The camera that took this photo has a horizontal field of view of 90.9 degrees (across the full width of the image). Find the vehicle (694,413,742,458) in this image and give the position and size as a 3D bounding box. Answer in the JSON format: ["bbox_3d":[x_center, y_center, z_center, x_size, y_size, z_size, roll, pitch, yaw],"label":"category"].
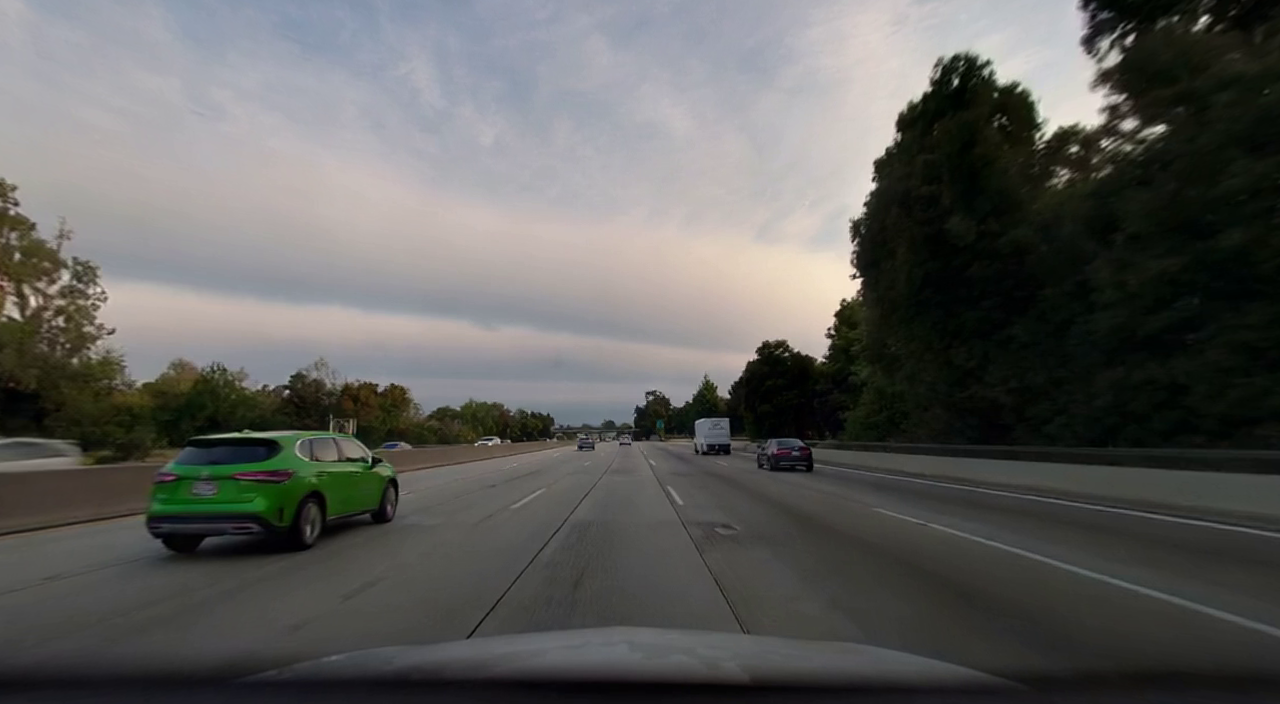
[{"bbox_3d":[5.392,5.892,44.446,2.588,2.910,5.511,0,-8,-1],"label":"vehicle"}]

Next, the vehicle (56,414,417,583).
[{"bbox_3d":[-4.475,1.632,7.890,1.966,1.570,3.859,0,-8,-1],"label":"vehicle"}]

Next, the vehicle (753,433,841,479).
[{"bbox_3d":[5.234,3.503,21.595,1.920,1.436,3.890,0,-8,-2],"label":"vehicle"}]
